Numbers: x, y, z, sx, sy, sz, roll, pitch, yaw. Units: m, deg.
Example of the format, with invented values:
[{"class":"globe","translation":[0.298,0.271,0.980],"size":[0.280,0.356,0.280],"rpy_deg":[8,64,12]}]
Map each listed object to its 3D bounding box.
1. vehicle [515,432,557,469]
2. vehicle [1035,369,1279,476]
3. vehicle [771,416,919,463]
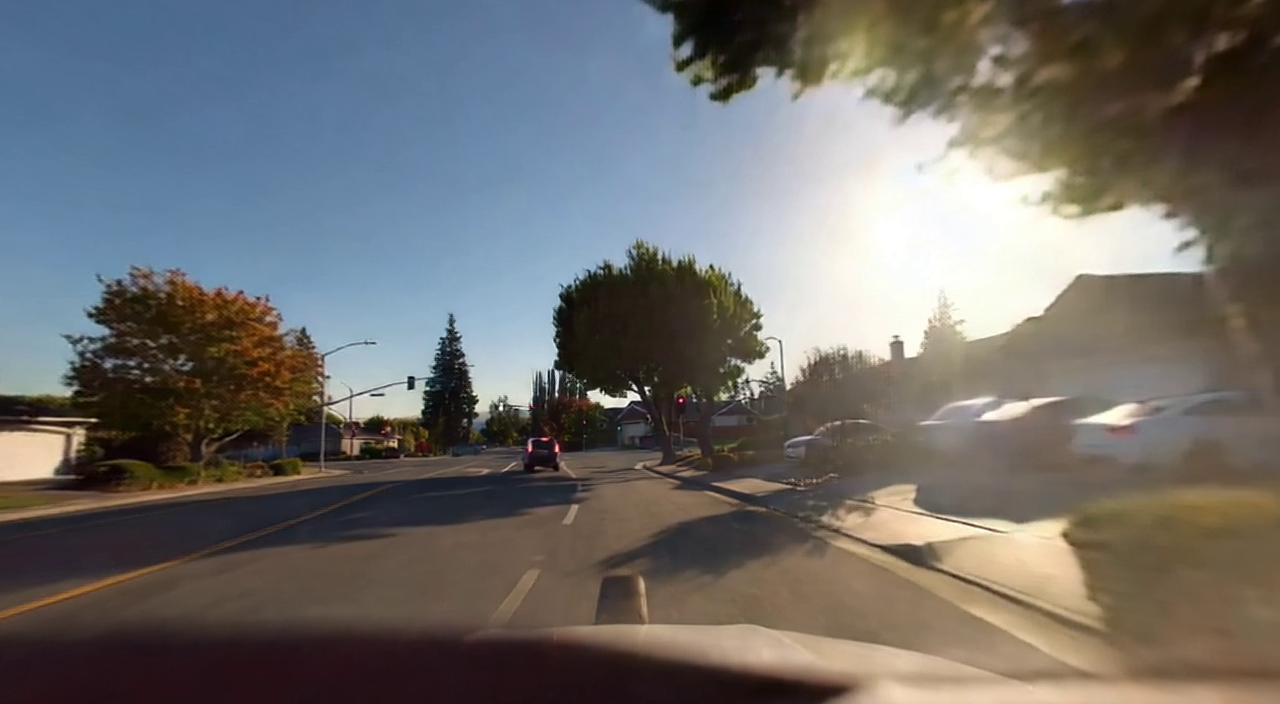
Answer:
[{"class":"vehicle","translation":[-5.461,5.212,33.582],"size":[2.041,1.834,4.679],"rpy_deg":[1,-8,-8]},{"class":"vehicle","translation":[9.697,1.224,10.820],"size":[4.590,1.648,1.876],"rpy_deg":[0,-8,-3]},{"class":"vehicle","translation":[7.374,3.191,23.008],"size":[4.663,1.618,1.962],"rpy_deg":[1,-8,-7]}]
